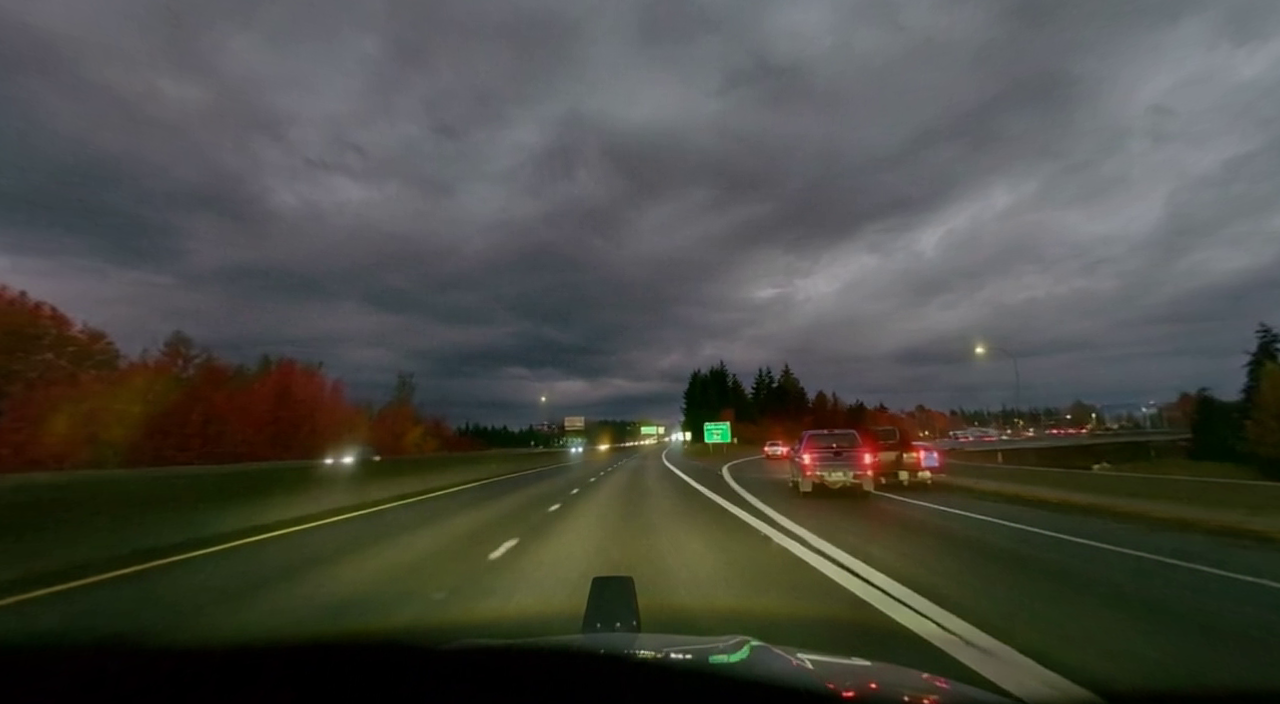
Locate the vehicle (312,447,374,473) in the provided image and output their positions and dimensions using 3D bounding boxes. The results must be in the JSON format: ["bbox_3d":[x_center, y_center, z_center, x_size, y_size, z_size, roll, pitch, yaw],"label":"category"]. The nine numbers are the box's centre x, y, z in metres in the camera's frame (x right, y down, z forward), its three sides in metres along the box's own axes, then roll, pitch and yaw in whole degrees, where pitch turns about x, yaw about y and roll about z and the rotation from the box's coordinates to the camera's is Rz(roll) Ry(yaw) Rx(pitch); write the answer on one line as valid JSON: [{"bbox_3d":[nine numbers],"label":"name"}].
[{"bbox_3d":[-20.395,7.419,43.244,1.929,1.652,4.478,-1,-9,2],"label":"vehicle"}]
